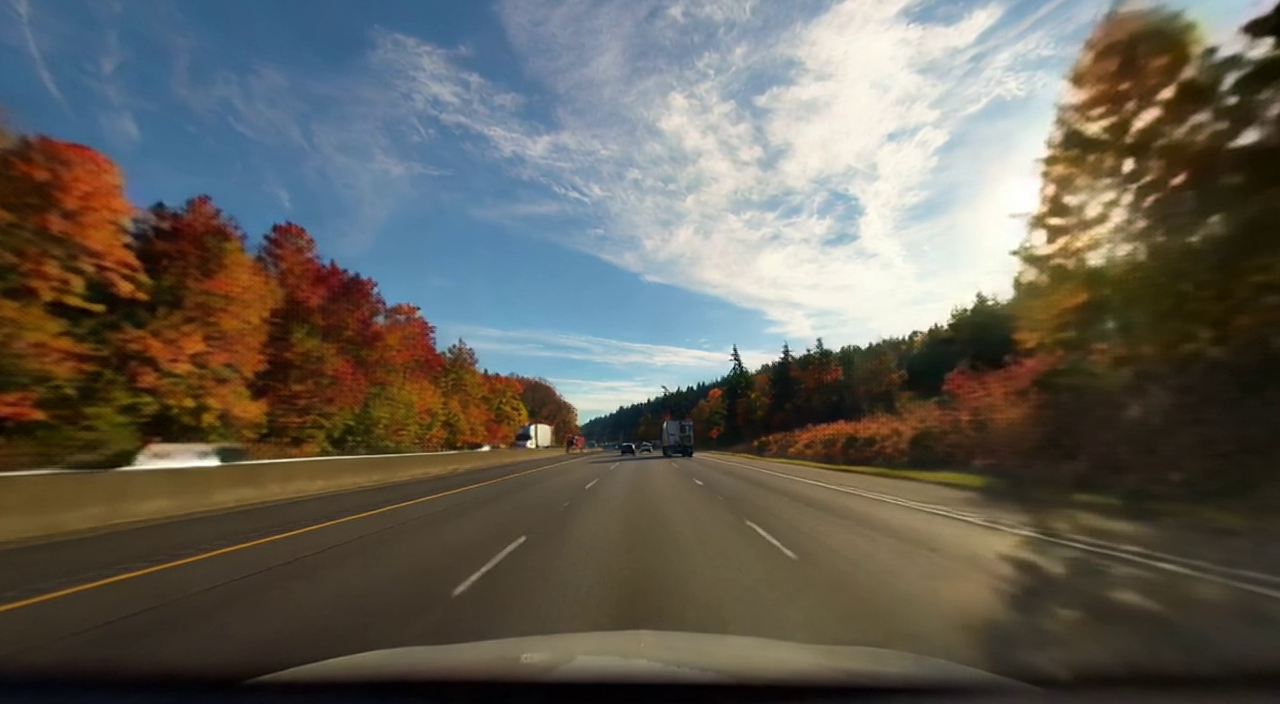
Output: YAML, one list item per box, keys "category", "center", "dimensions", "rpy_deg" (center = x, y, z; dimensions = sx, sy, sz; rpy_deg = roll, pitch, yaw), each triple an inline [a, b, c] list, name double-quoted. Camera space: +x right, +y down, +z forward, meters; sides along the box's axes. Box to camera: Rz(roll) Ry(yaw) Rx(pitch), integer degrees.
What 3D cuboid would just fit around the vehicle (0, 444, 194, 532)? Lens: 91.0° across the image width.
- category: "vehicle"
  center: [-11.552, 2.601, 12.738]
  dimensions: [1.844, 1.473, 4.068]
  rpy_deg: [-1, -8, 3]
